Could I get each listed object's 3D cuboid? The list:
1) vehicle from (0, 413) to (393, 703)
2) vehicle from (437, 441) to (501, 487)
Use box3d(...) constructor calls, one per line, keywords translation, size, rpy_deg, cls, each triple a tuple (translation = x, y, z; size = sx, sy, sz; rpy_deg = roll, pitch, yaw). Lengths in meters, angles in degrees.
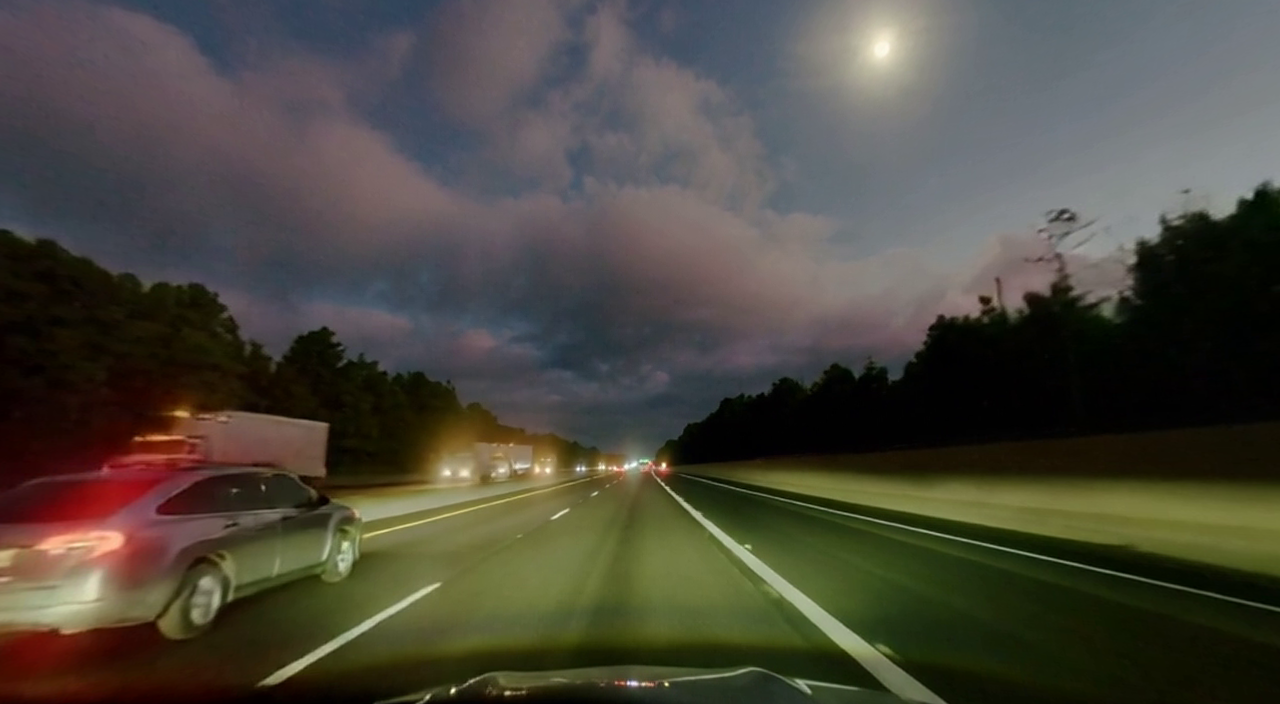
box3d(translation=(-3.901, 1.406, 4.948), size=(2.043, 1.486, 4.442), rpy_deg=(1, -10, 1), cls="vehicle")
box3d(translation=(-13.289, 8.875, 49.794), size=(2.743, 3.252, 7.847), rpy_deg=(1, -10, 0), cls="vehicle")
